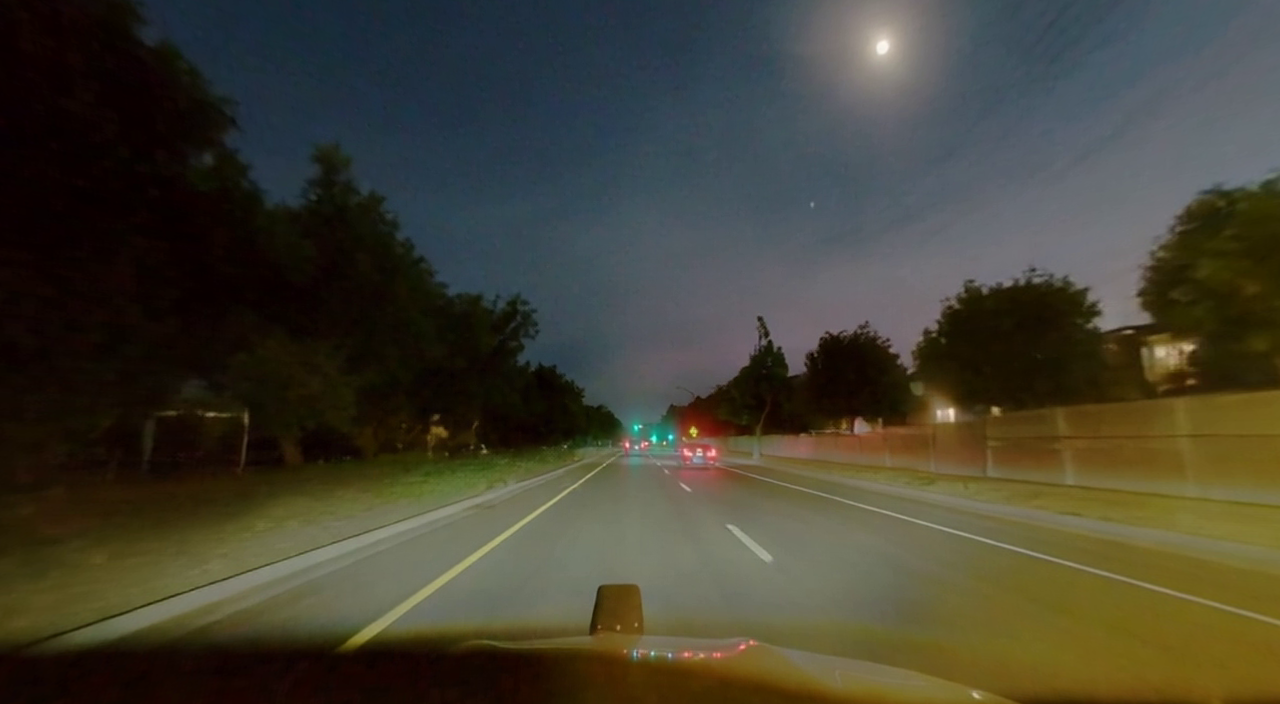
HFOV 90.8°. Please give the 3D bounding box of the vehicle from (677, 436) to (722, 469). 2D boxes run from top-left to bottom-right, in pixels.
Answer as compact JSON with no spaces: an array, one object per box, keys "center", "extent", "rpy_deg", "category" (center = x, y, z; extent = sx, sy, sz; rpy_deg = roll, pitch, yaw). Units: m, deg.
[{"center":[3.100,5.346,33.800],"extent":[1.888,1.640,4.044],"rpy_deg":[0,-8,-2],"category":"vehicle"}]
